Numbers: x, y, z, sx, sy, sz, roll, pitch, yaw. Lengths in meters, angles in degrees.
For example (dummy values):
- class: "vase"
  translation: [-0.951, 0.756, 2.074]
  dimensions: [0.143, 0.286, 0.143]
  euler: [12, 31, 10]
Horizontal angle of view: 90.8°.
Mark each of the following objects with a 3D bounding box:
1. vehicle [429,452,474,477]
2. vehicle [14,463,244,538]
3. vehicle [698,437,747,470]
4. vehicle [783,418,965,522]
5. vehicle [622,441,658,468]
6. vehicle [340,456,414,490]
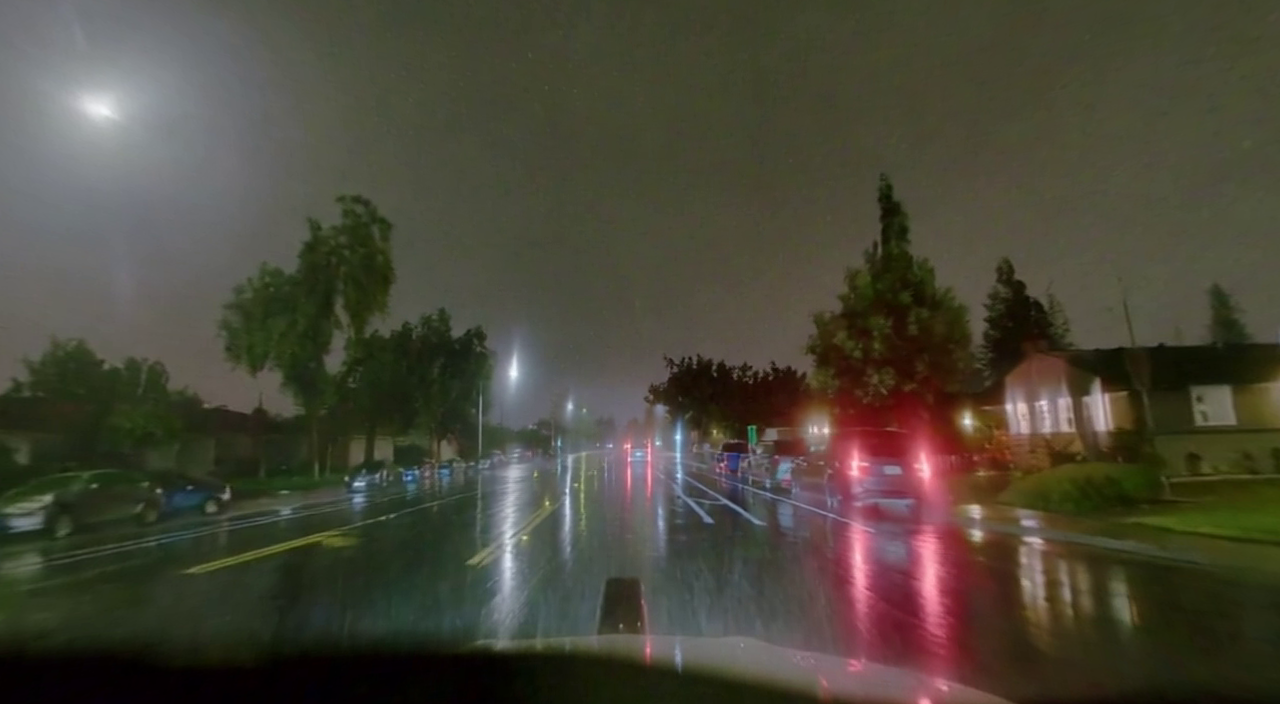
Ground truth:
- class: "vehicle"
  translation: [-12.778, 7.636, 43.081]
  dimensions: [1.882, 1.507, 4.638]
  euler: [0, -9, -3]
- class: "vehicle"
  translation: [-12.592, 3.639, 16.093]
  dimensions: [1.835, 1.488, 4.696]
  euler: [0, -9, 2]
- class: "vehicle"
  translation: [4.575, 5.741, 35.878]
  dimensions: [2.061, 1.742, 4.603]
  euler: [0, -9, -1]
- class: "vehicle"
  translation: [5.126, 2.630, 14.776]
  dimensions: [2.195, 2.000, 4.789]
  euler: [0, -8, -3]
- class: "vehicle"
  translation: [-0.050, 6.163, 38.105]
  dimensions: [2.022, 1.471, 3.973]
  euler: [0, -9, -2]
- class: "vehicle"
  translation: [-12.755, 5.883, 30.988]
  dimensions: [1.819, 1.443, 4.273]
  euler: [0, -9, 0]
